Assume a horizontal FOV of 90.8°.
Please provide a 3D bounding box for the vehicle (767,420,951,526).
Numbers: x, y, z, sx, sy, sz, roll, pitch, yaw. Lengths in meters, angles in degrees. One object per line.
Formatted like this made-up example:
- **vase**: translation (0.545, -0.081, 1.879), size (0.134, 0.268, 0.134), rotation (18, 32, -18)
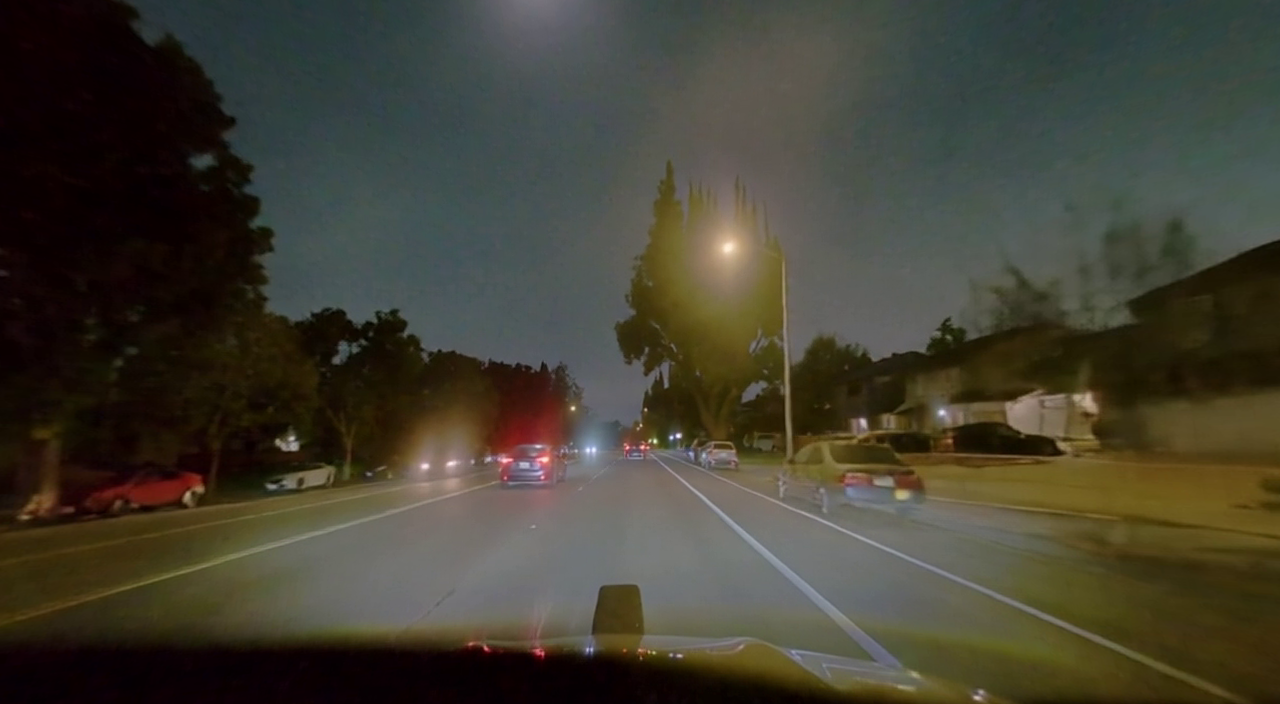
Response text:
- **vehicle**: translation (4.269, 2.446, 13.359), size (2.123, 1.797, 4.792), rotation (0, -8, 0)

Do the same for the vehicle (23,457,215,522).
- **vehicle**: translation (-14.675, 3.851, 18.218), size (1.811, 1.433, 4.564), rotation (-5, -9, -2)

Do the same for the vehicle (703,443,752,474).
- **vehicle**: translation (4.285, 5.278, 31.592), size (1.890, 1.459, 4.371), rotation (0, -8, 1)

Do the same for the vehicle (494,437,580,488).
- **vehicle**: translation (-3.251, 3.582, 20.843), size (2.027, 1.477, 4.413), rotation (0, -8, 1)

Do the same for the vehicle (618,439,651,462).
- **vehicle**: translation (-0.381, 6.706, 43.207), size (2.088, 1.495, 4.048), rotation (0, -8, -1)

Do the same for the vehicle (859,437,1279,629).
- **vehicle**: translation (4.384, 1.752, 7.308), size (1.933, 1.463, 4.735), rotation (0, -8, -1)

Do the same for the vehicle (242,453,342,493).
- **vehicle**: translation (-14.546, 5.058, 26.706), size (1.847, 1.494, 4.189), rotation (0, -8, -1)

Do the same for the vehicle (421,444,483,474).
- **vehicle**: translation (-9.902, 5.645, 33.550), size (1.985, 1.502, 4.253), rotation (0, -8, 0)

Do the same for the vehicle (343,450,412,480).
- **vehicle**: translation (-14.617, 6.308, 35.467), size (1.898, 1.530, 4.675), rotation (0, -8, -1)
